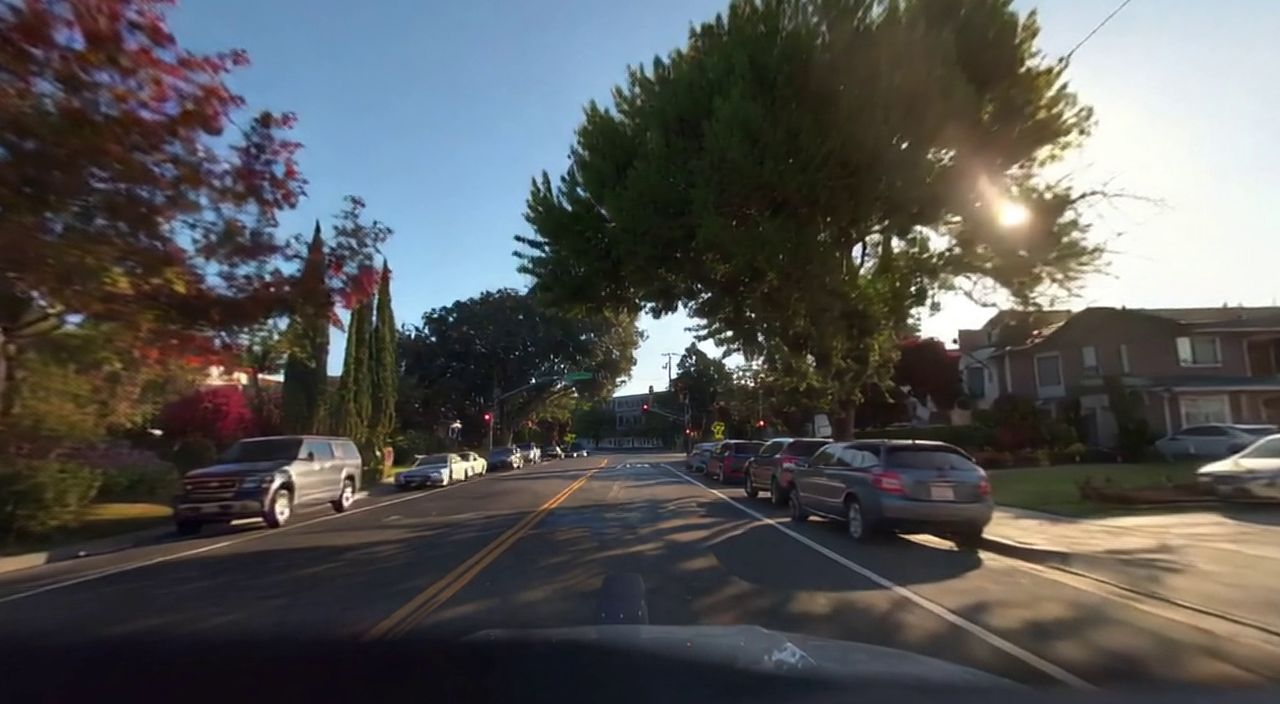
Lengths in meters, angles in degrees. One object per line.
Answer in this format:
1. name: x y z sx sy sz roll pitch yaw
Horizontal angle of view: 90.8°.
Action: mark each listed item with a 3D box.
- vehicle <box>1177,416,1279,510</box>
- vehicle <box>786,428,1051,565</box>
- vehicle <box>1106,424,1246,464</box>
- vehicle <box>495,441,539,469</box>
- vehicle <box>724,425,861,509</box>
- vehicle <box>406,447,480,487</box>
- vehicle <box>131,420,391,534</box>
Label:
1. vehicle: 12.681 1.879 11.420 4.326 1.524 1.715 -3 -8 -2
2. vehicle: 3.628 1.941 9.258 1.809 1.513 4.264 0 -9 -2
3. vehicle: 24.932 4.306 29.530 4.599 1.759 2.060 0 -9 0
4. vehicle: -8.287 6.990 43.004 2.007 1.773 4.759 0 -9 0
5. vehicle: 3.475 2.725 15.391 2.077 1.715 4.505 0 -9 -2
6. vehicle: -8.151 4.760 26.556 1.860 1.476 4.594 0 -9 -3
7. vehicle: -7.858 2.635 14.093 2.420 2.004 5.615 0 -9 -2
